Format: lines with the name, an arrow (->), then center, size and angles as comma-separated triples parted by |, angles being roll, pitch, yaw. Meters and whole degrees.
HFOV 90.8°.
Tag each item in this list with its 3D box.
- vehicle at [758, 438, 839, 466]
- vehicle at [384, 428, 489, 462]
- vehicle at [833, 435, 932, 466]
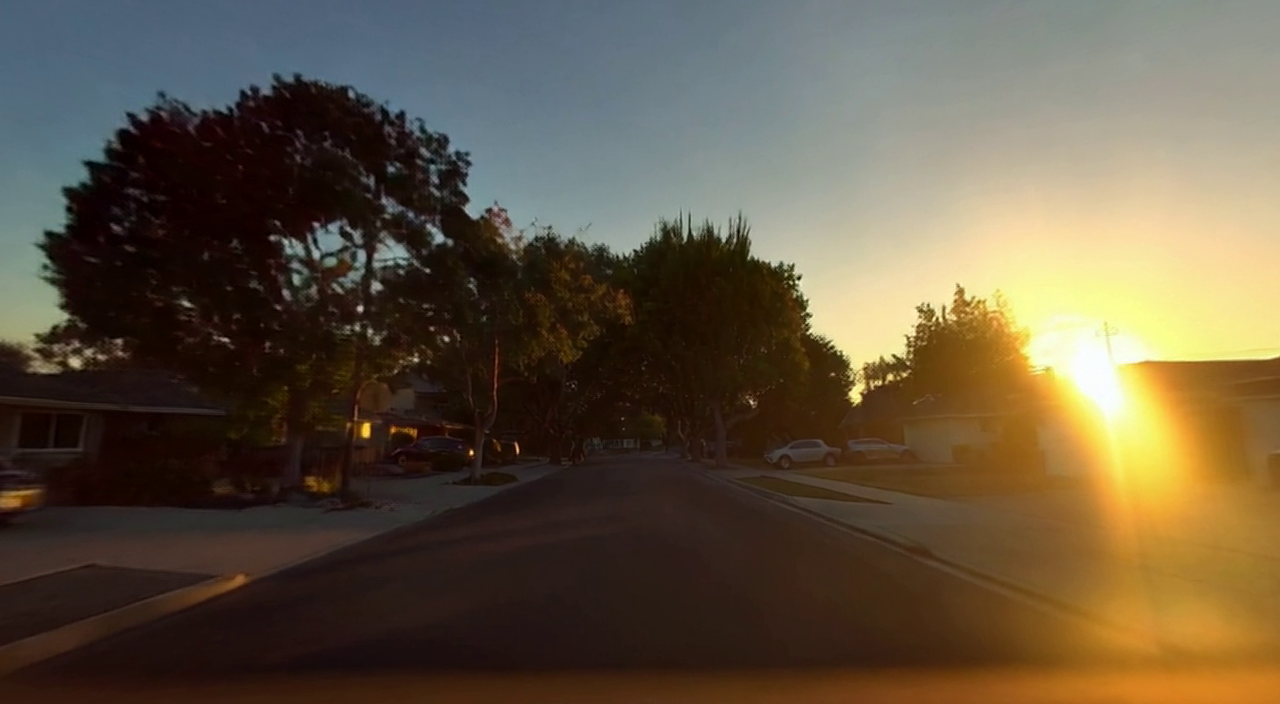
vehicle -> 9.965, 6.359, 40.076 | 4.582, 1.719, 1.947 | 0, -8, 0
vehicle -> -12.347, 5.722, 38.668 | 5.618, 1.997, 2.201 | 0, -9, -1
vehicle -> 15.451, 6.283, 40.463 | 5.395, 1.917, 2.153 | 0, -9, -1
